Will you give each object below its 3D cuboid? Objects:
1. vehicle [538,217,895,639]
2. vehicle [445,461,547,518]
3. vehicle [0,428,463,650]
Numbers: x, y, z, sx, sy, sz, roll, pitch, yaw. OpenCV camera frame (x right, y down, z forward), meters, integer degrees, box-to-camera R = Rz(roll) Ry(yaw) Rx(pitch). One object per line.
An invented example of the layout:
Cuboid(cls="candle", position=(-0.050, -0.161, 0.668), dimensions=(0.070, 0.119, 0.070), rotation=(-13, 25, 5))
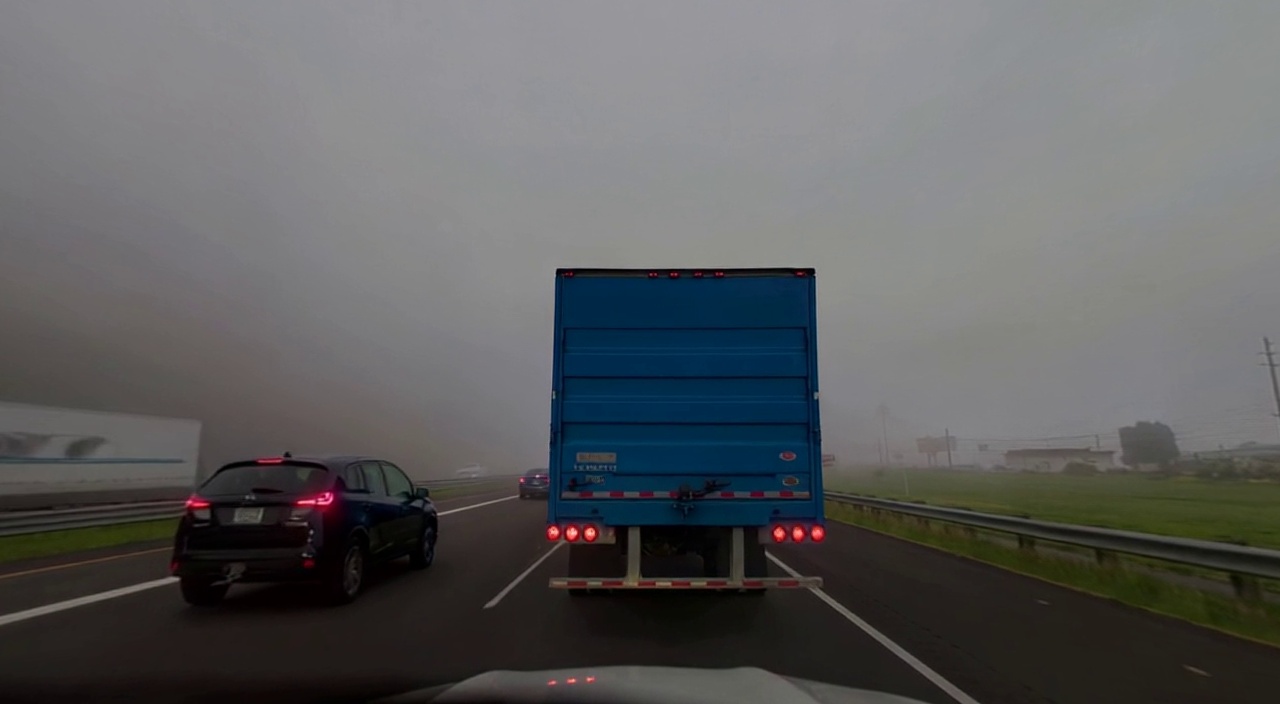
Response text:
Cuboid(cls="vehicle", position=(0.737, 1.324, 9.602), dimensions=(2.831, 3.529, 8.689), rotation=(0, -11, 2))
Cuboid(cls="vehicle", position=(-4.189, 4.103, 19.102), dimensions=(1.891, 1.469, 4.431), rotation=(0, -11, 2))
Cuboid(cls="vehicle", position=(-3.781, 1.827, 7.152), dimensions=(1.983, 1.575, 4.973), rotation=(0, -11, 1))
